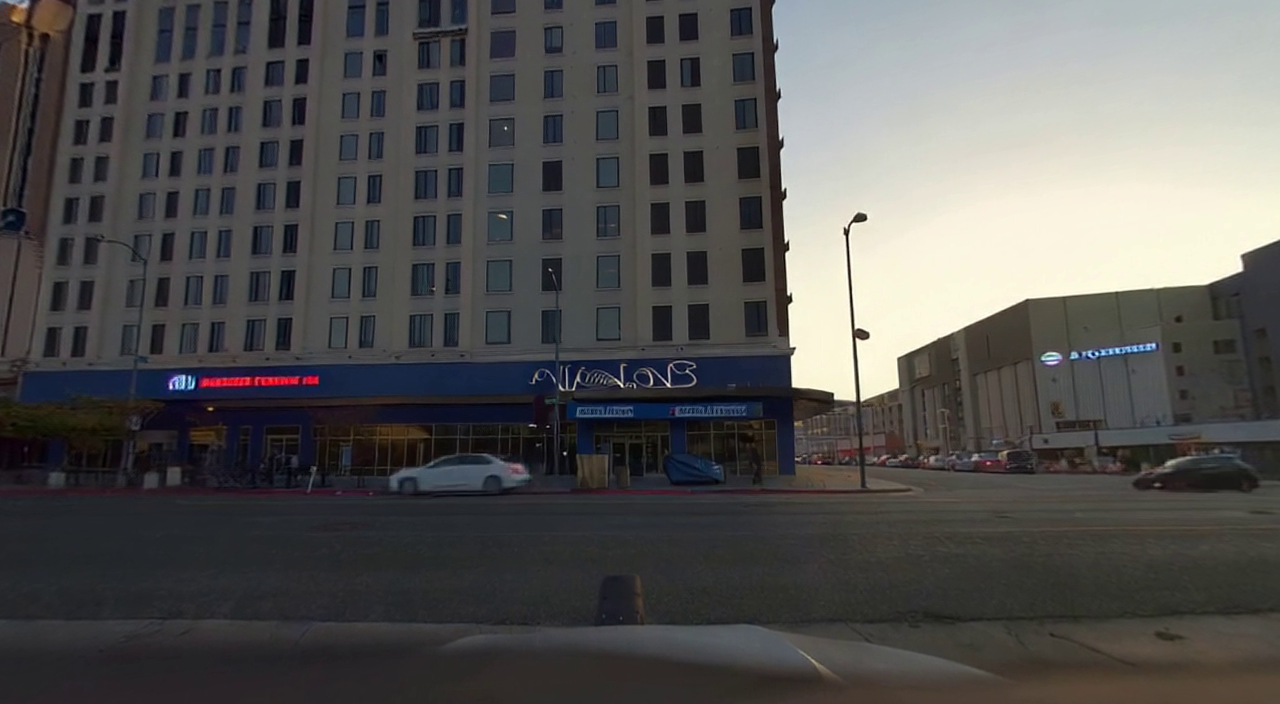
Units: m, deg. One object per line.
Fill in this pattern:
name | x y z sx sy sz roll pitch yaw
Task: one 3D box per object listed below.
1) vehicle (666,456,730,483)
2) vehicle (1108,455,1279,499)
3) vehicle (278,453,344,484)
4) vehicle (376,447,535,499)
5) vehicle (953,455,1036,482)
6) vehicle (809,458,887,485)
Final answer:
vehicle | 3.561 7.331 39.738 1.812 1.468 4.519 5 -10 -28
vehicle | 19.892 4.466 22.806 4.661 1.478 1.878 1 -9 -6
vehicle | -20.034 7.021 38.399 4.596 1.680 1.936 -7 -11 41
vehicle | -6.223 4.147 21.886 4.889 1.659 2.059 1 -9 -4
vehicle | 25.726 8.402 45.931 4.838 1.799 1.914 -7 -11 39
vehicle | 12.959 7.430 39.563 1.791 1.453 4.593 5 -10 -29
